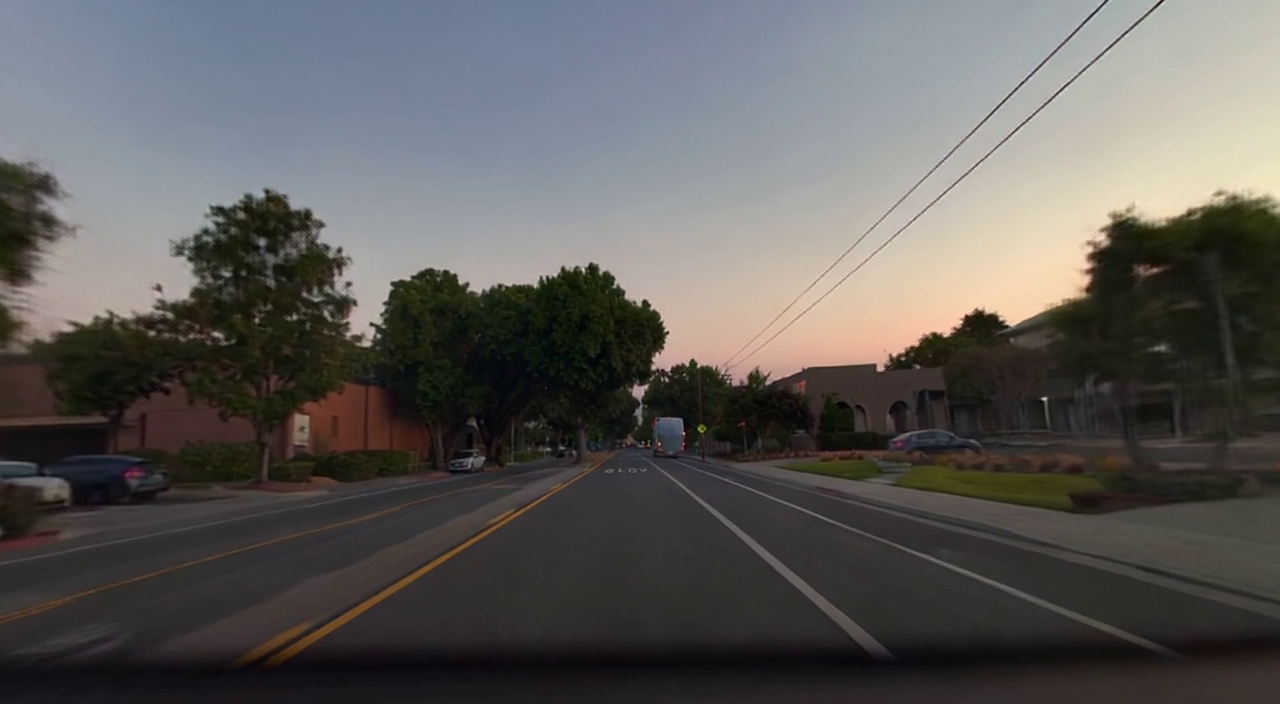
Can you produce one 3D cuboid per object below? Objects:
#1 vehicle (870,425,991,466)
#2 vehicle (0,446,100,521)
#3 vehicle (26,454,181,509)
[{"bbox_3d":[12.634,4.076,27.520,4.554,1.668,1.974,-5,-10,28],"label":"vehicle"},{"bbox_3d":[-16.585,3.374,16.665,4.311,1.746,1.984,-5,-10,29],"label":"vehicle"},{"bbox_3d":[-16.536,3.905,19.456,4.546,1.497,1.908,-5,-10,27],"label":"vehicle"}]
